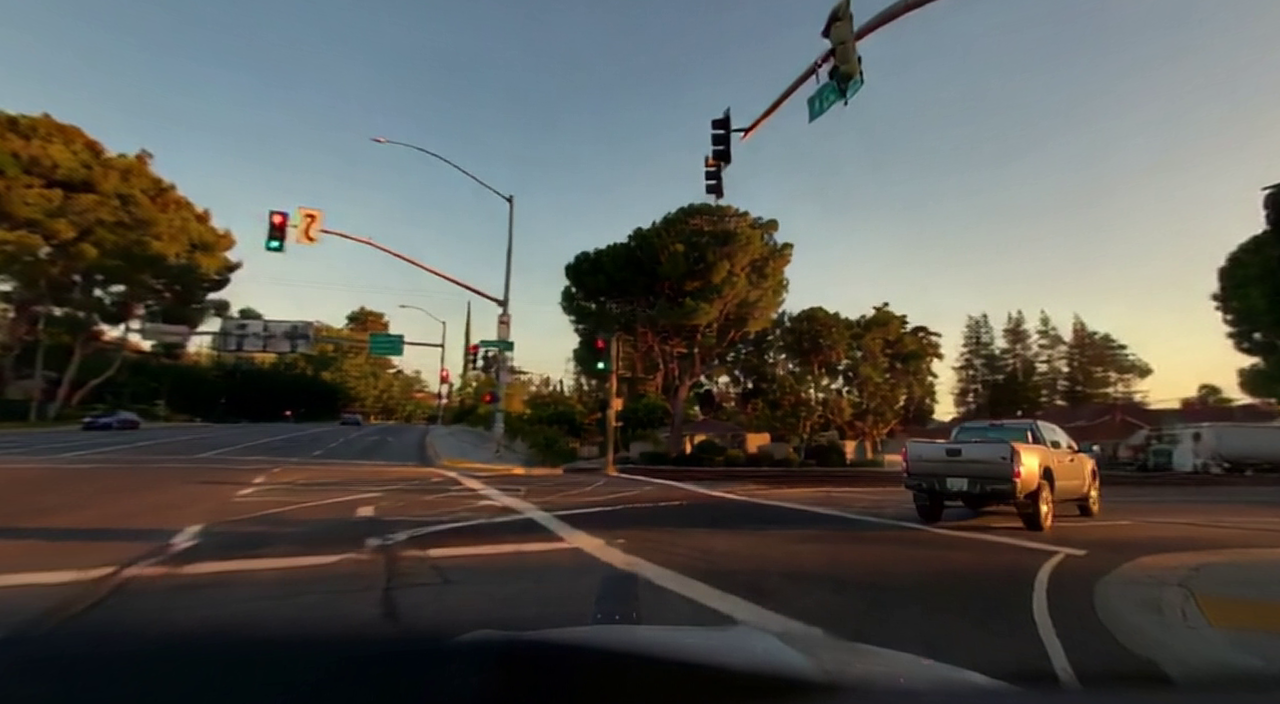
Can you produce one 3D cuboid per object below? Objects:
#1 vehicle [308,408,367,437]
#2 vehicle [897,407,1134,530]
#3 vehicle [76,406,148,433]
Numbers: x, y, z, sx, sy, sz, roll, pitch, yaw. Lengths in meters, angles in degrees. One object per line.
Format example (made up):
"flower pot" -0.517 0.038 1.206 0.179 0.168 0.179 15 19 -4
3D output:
"vehicle" -16.712 3.994 35.172 2.004 1.482 4.799 2 -8 -14
"vehicle" 7.612 2.190 12.588 5.251 1.926 2.404 7 -10 -41
"vehicle" -30.299 3.943 36.390 1.838 1.434 4.036 3 -8 -20
